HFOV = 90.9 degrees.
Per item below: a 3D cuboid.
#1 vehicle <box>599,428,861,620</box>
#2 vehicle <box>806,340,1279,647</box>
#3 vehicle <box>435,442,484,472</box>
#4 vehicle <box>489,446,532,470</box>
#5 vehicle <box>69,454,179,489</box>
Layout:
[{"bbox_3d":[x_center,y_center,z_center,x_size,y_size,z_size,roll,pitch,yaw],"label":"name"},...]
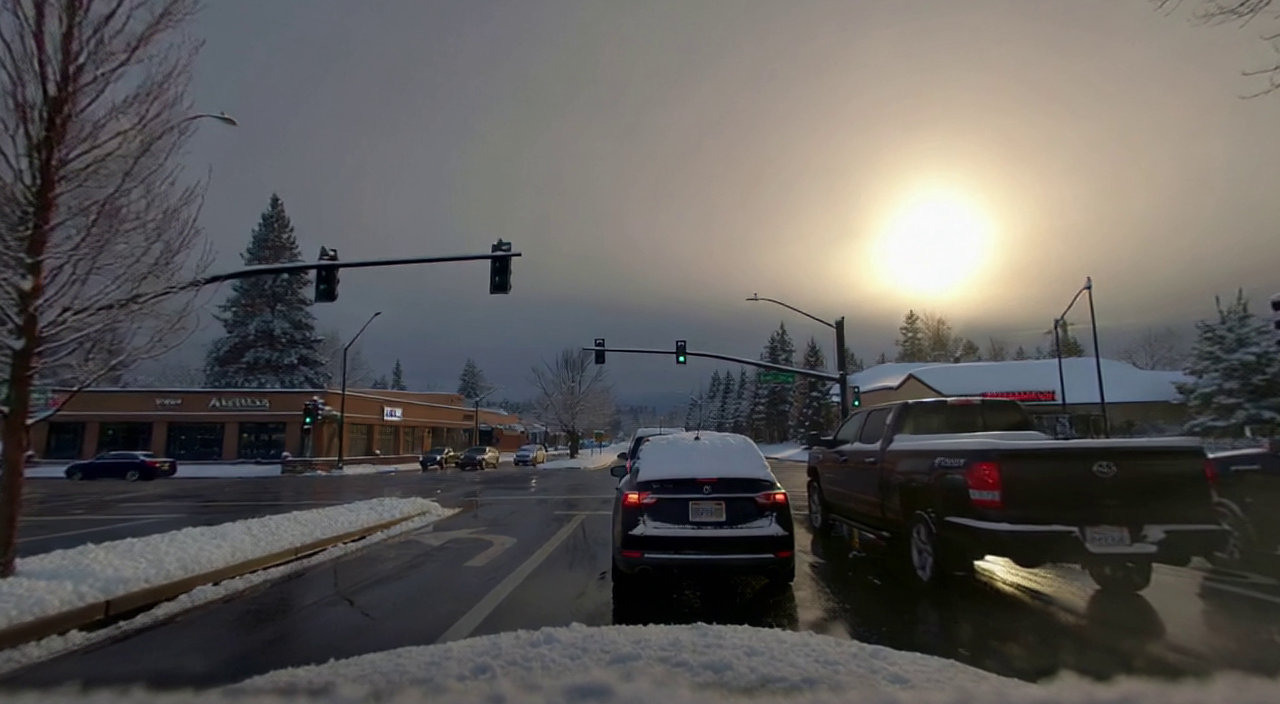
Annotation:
[{"bbox_3d":[0.611,1.601,6.811,2.038,1.447,3.756,0,-8,-3],"label":"vehicle"},{"bbox_3d":[3.807,1.345,7.088,2.358,2.116,5.328,0,-8,-1],"label":"vehicle"},{"bbox_3d":[-11.876,6.919,41.782,1.991,1.844,4.393,0,-8,-1],"label":"vehicle"},{"bbox_3d":[-8.460,6.983,41.631,2.002,1.469,4.301,0,-8,-1],"label":"vehicle"},{"bbox_3d":[-29.082,6.700,35.591,4.789,1.828,2.025,-2,-9,10],"label":"vehicle"}]
